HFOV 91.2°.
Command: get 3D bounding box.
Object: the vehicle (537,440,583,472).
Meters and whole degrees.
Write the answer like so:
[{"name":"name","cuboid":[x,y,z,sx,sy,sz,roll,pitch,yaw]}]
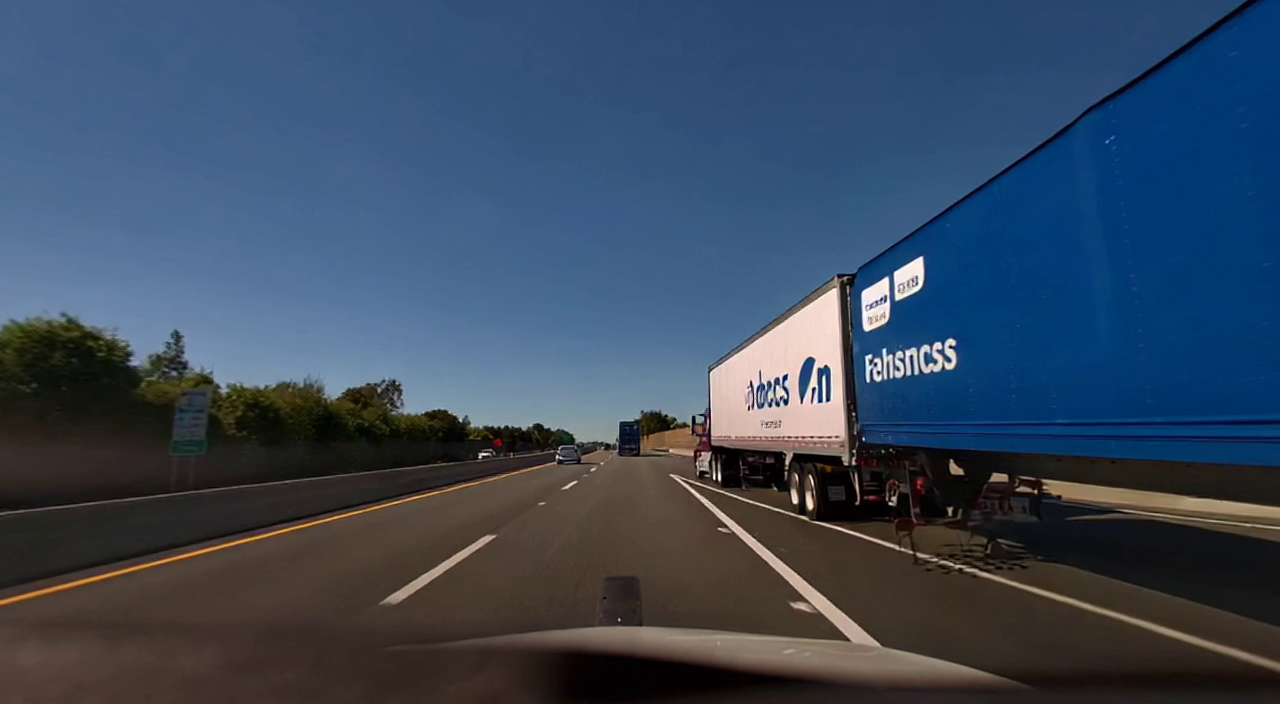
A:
[{"name":"vehicle","cuboid":[-4.404,5.827,35.288,2.099,1.651,4.397,0,-9,-1]}]
